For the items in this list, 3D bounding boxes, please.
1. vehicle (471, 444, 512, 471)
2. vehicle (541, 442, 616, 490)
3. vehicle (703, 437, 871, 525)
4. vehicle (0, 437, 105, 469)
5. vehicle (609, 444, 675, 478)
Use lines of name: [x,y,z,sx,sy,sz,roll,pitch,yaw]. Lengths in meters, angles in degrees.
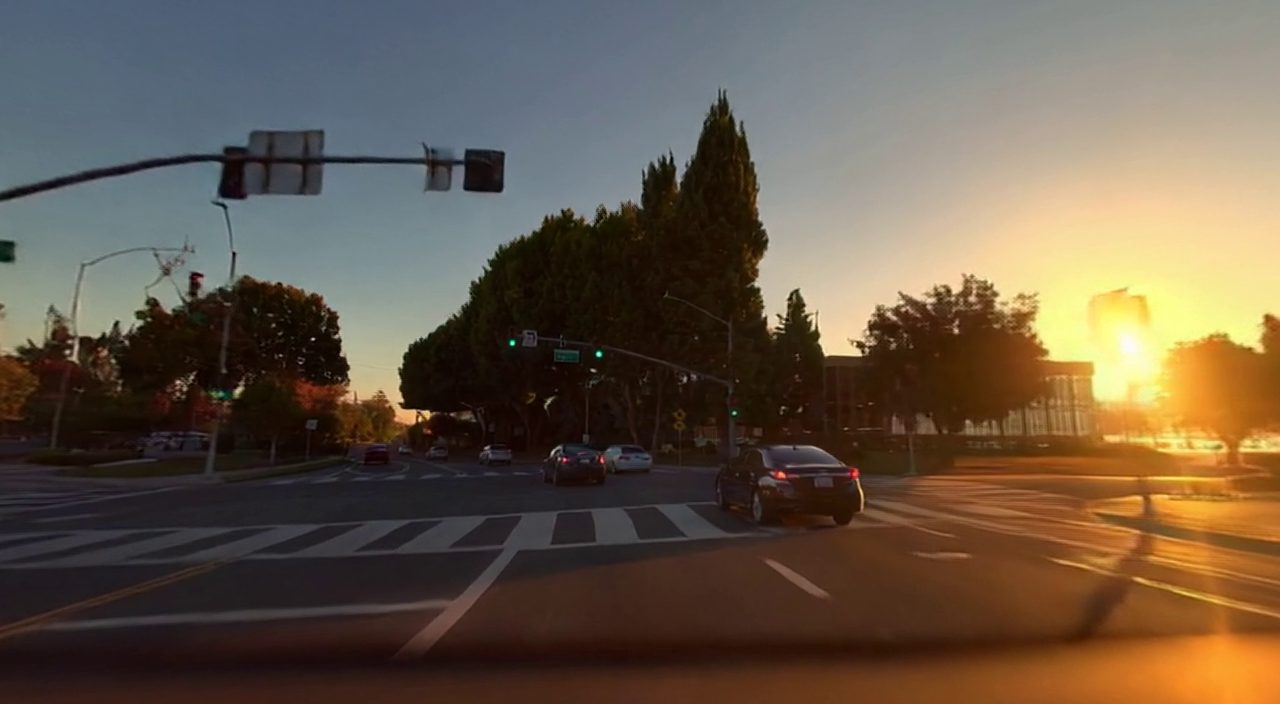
vehicle: [-9.116,6.404,38.469,2.012,1.492,4.079,4,-8,-18]
vehicle: [-2.345,4.057,22.866,2.308,1.535,4.811,2,-9,-10]
vehicle: [2.773,2.552,13.114,1.984,1.476,4.488,1,-9,-6]
vehicle: [-31.624,5.411,33.882,3.796,1.595,1.808,3,-9,-18]
vehicle: [0.008,5.170,30.258,1.957,1.463,4.701,2,-9,-15]
